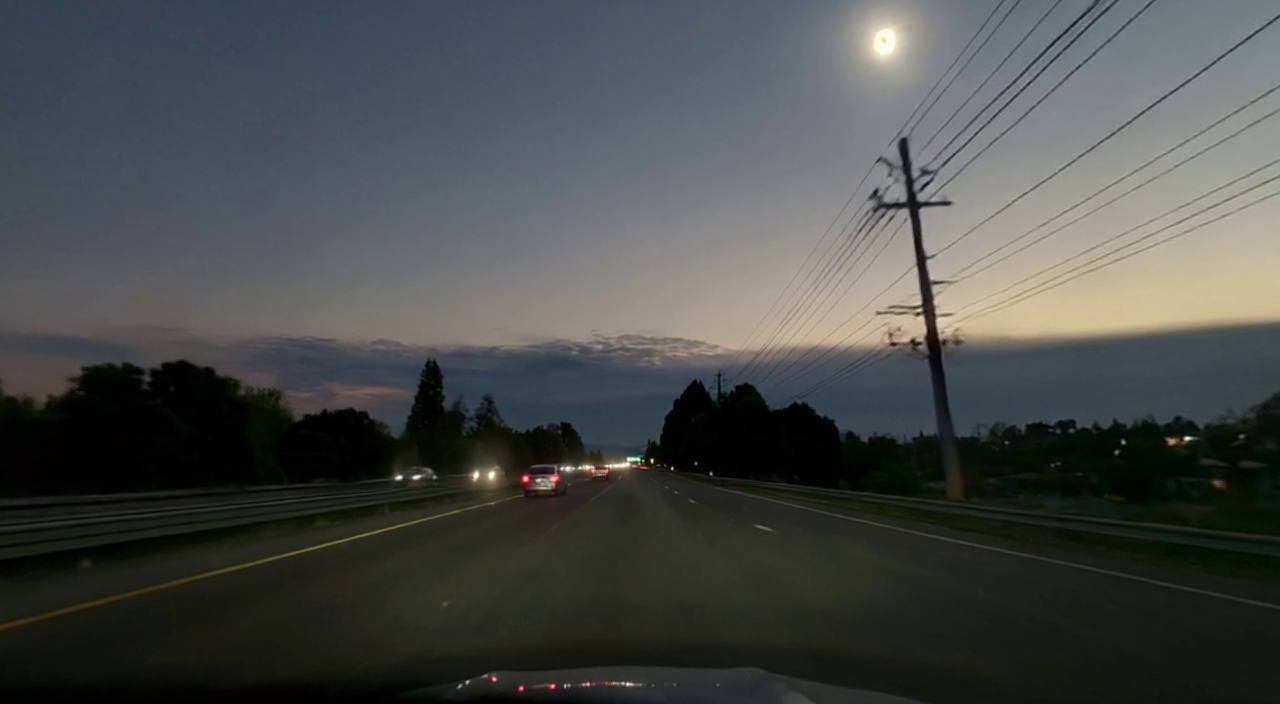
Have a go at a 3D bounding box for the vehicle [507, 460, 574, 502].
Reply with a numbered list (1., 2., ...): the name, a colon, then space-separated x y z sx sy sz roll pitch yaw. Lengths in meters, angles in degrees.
1. vehicle: -3.900 5.170 25.458 1.963 1.501 4.227 1 -10 0

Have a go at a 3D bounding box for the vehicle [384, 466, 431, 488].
1. vehicle: -16.687 8.967 45.362 1.827 1.434 3.798 1 -10 1
